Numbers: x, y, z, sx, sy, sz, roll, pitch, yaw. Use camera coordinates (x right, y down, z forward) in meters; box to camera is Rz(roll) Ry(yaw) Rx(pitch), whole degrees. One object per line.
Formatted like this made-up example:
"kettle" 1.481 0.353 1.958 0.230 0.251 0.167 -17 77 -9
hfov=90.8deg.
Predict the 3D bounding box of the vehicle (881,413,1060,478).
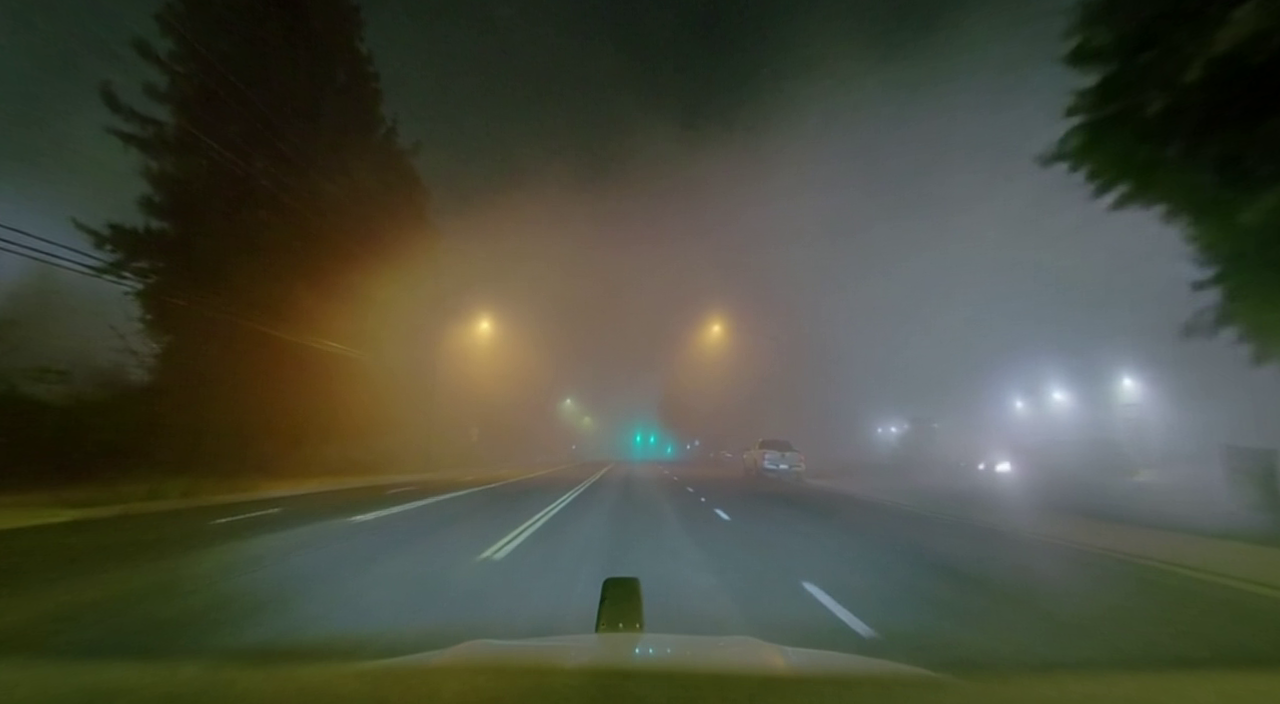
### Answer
"vehicle" 15.771 4.524 30.534 6.969 2.929 2.793 0 -8 0

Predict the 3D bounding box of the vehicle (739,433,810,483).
"vehicle" 6.328 5.087 30.523 2.275 2.132 5.726 0 -9 2

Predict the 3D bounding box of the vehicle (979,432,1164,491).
"vehicle" 14.387 3.673 21.319 4.637 1.842 2.016 0 -9 2

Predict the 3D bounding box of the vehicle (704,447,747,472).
"vehicle" 5.975 7.588 44.731 2.282 1.566 4.705 -1 -9 -1
